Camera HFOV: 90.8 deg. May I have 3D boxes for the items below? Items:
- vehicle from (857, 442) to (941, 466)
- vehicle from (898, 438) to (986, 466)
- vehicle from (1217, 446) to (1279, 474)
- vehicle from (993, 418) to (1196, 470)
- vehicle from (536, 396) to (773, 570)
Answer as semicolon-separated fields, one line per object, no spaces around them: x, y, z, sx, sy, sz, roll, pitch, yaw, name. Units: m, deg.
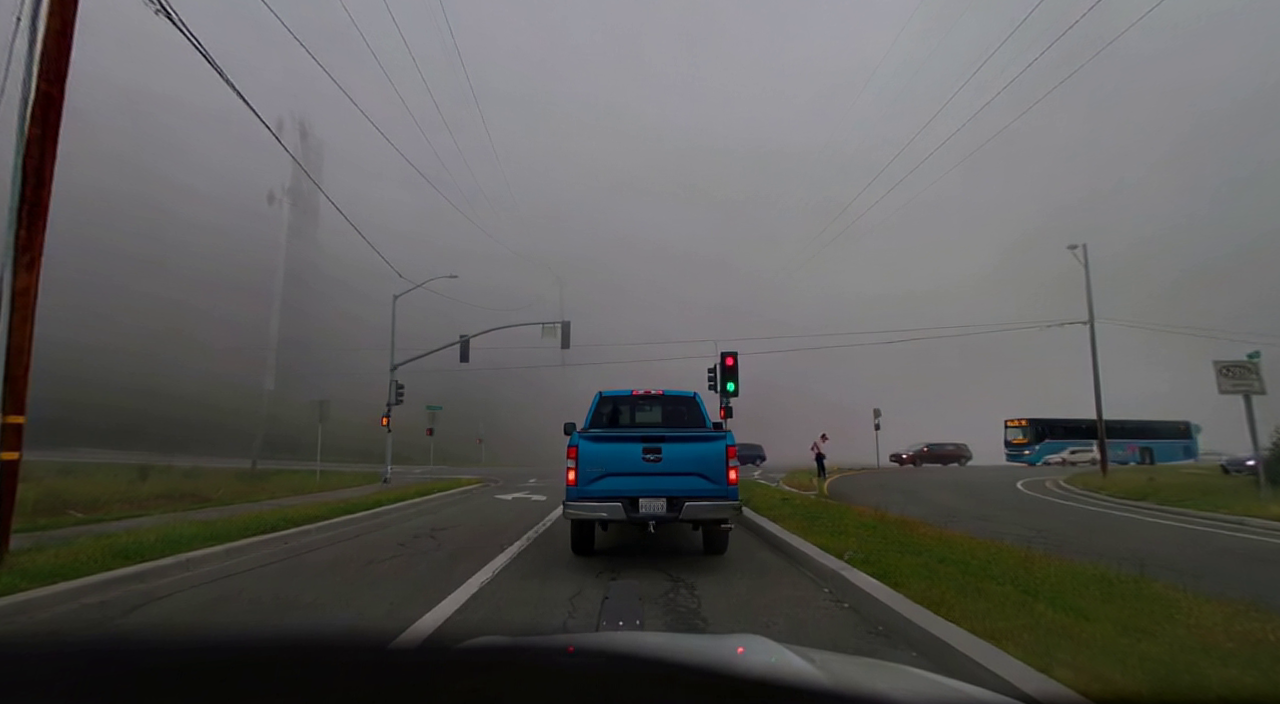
16.814;6.637;41.209;4.578;1.490;1.935;-1;-8;3;vehicle
21.657;7.209;45.463;5.235;1.878;2.107;0;-8;-1;vehicle
41.370;7.018;41.260;5.426;1.728;1.999;0;-8;-2;vehicle
29.400;5.987;41.250;10.726;3.128;3.003;-1;-8;1;vehicle
0.118;1.900;10.077;2.707;1.964;5.485;0;-8;-1;vehicle
